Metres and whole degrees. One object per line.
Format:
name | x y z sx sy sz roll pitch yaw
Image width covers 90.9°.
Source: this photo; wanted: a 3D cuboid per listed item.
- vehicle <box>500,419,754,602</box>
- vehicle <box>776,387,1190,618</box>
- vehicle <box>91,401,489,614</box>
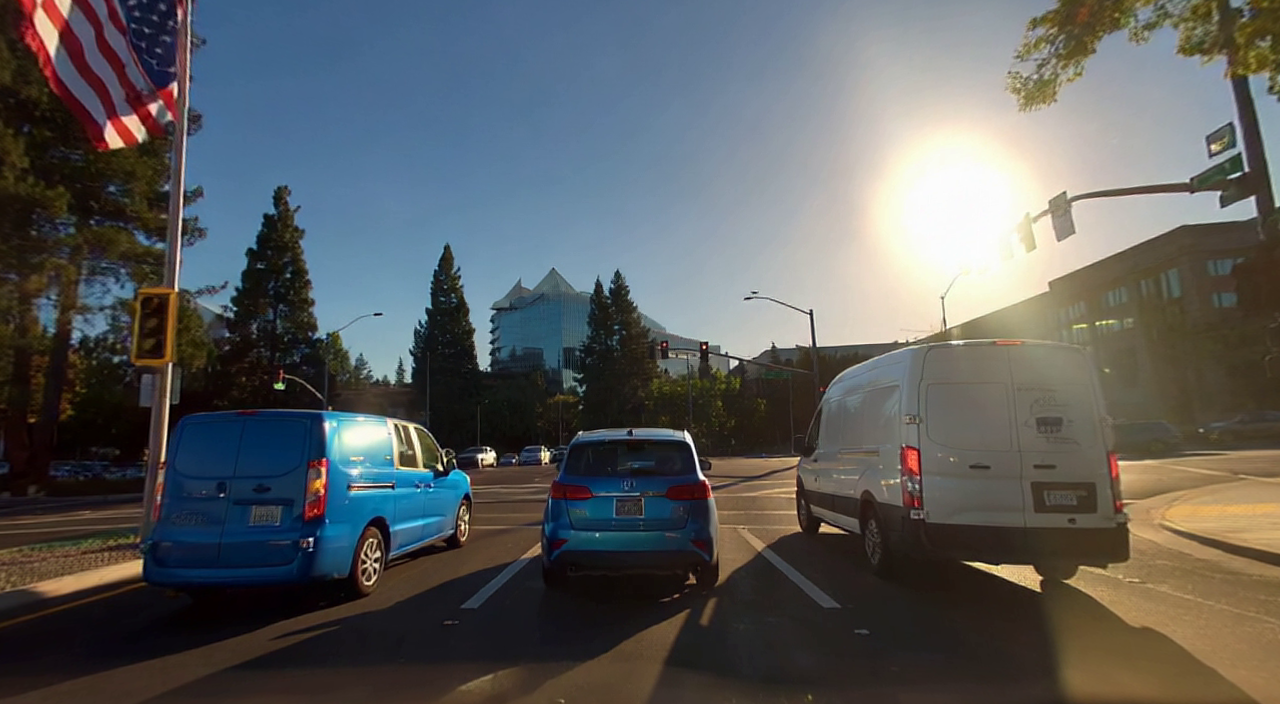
vehicle | -0.148 1.621 7.342 2.098 1.494 4.118 0 -9 -1
vehicle | 3.086 1.474 7.067 2.178 1.746 4.400 0 -9 1
vehicle | -3.306 1.542 7.117 2.024 1.677 3.998 -1 -9 3
